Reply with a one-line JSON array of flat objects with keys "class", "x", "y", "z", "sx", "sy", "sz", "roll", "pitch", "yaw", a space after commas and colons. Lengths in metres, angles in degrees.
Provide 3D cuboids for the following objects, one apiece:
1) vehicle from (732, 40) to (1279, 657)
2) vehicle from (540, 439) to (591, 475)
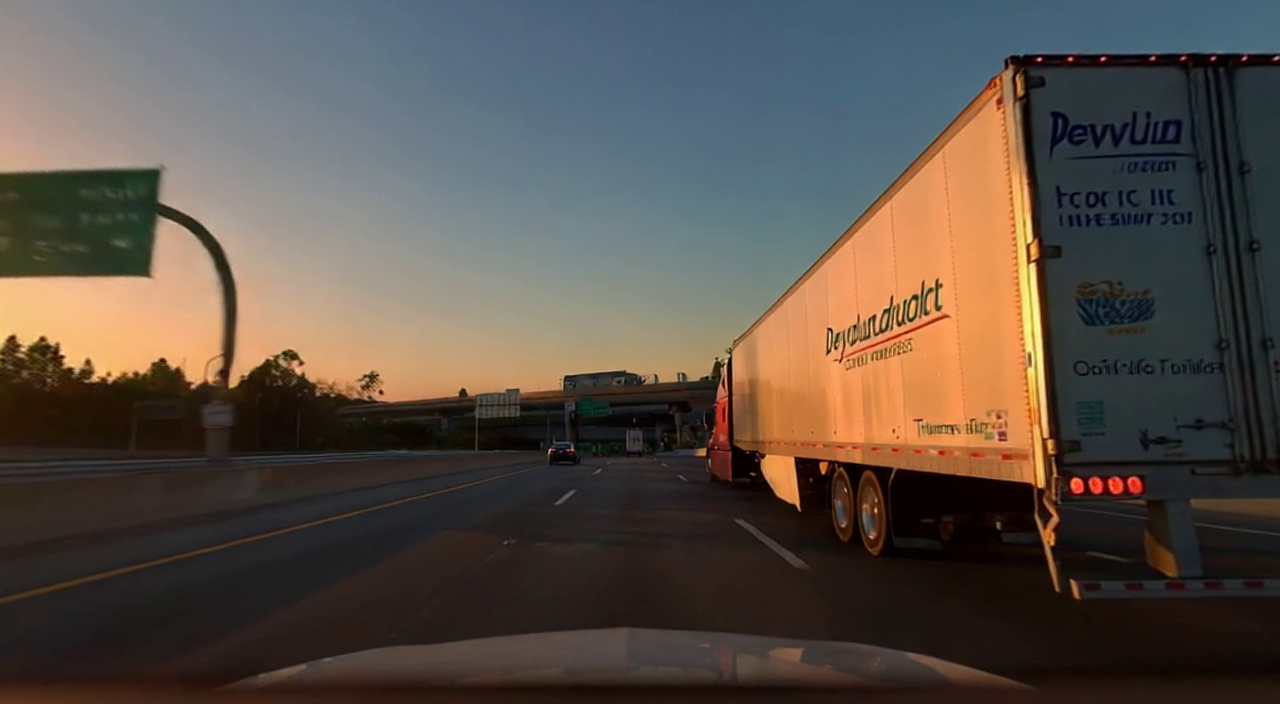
[{"class": "vehicle", "x": 3.962, "y": 0.732, "z": 10.486, "sx": 2.962, "sy": 4.132, "sz": 12.720, "roll": 0, "pitch": -8, "yaw": 0}, {"class": "vehicle", "x": -3.580, "y": 5.104, "z": 31.037, "sx": 2.030, "sy": 1.657, "sz": 3.926, "roll": 0, "pitch": -8, "yaw": 0}]
